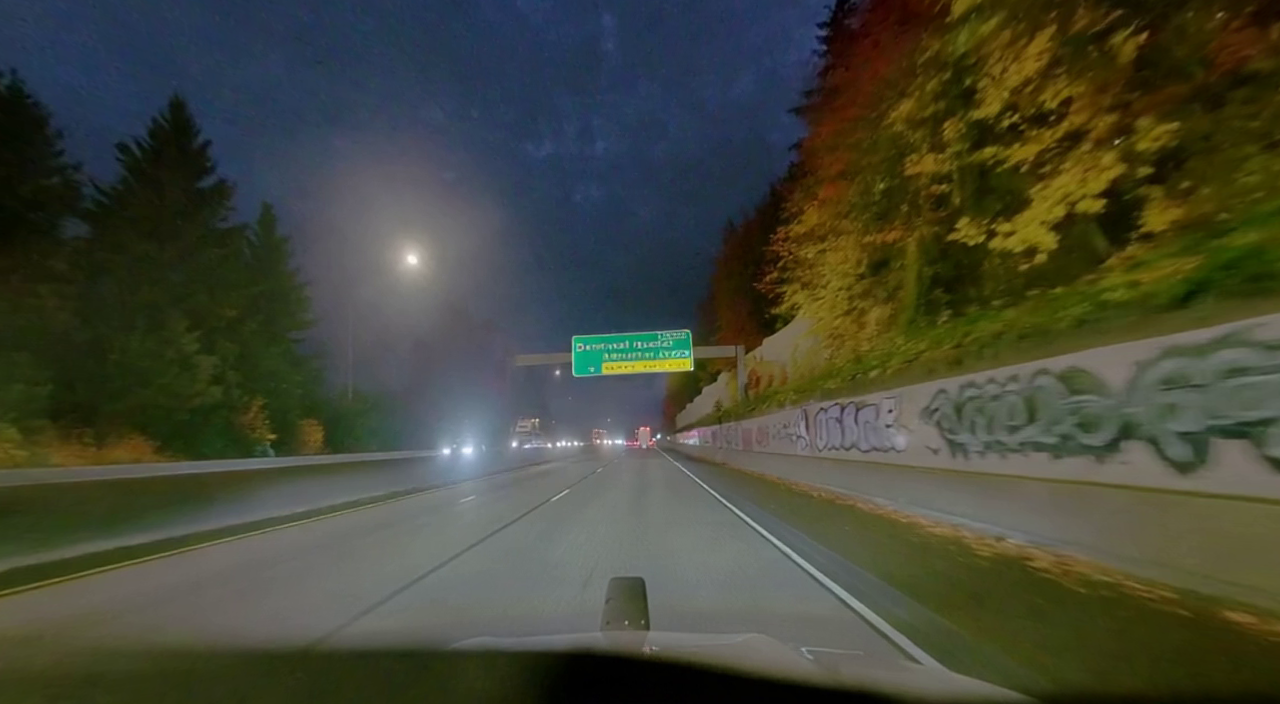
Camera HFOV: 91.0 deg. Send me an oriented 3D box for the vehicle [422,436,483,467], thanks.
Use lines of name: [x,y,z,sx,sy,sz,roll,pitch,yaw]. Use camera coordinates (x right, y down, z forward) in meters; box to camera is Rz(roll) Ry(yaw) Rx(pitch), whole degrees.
vehicle: [-10.281,5.455,34.850,1.948,1.596,4.510,0,-8,1]
